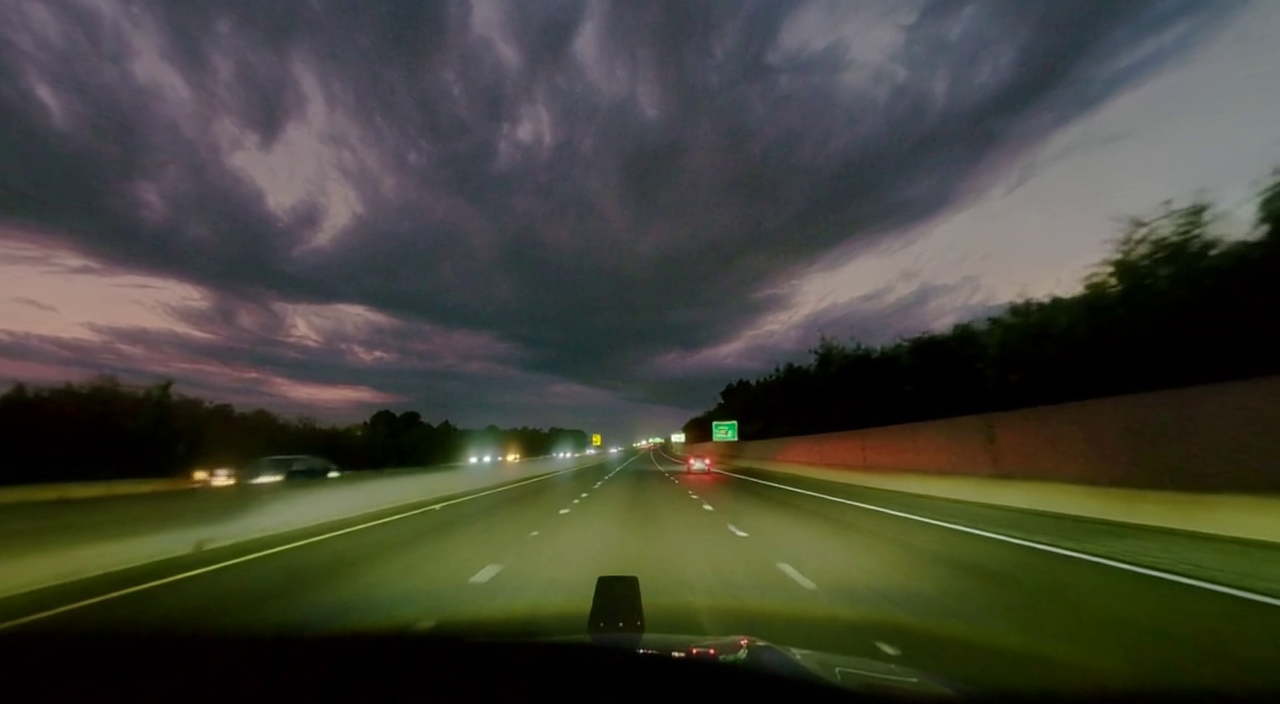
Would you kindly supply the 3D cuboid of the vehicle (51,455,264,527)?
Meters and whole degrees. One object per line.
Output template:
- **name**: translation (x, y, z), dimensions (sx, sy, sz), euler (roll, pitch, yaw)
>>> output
- **vehicle**: translation (-11.401, 3.263, 15.361), dimensions (1.851, 1.448, 4.205), euler (0, -9, 0)

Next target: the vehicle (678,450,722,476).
- **vehicle**: translation (3.437, 6.463, 36.867), dimensions (2.065, 1.400, 4.028), euler (0, -9, -2)
